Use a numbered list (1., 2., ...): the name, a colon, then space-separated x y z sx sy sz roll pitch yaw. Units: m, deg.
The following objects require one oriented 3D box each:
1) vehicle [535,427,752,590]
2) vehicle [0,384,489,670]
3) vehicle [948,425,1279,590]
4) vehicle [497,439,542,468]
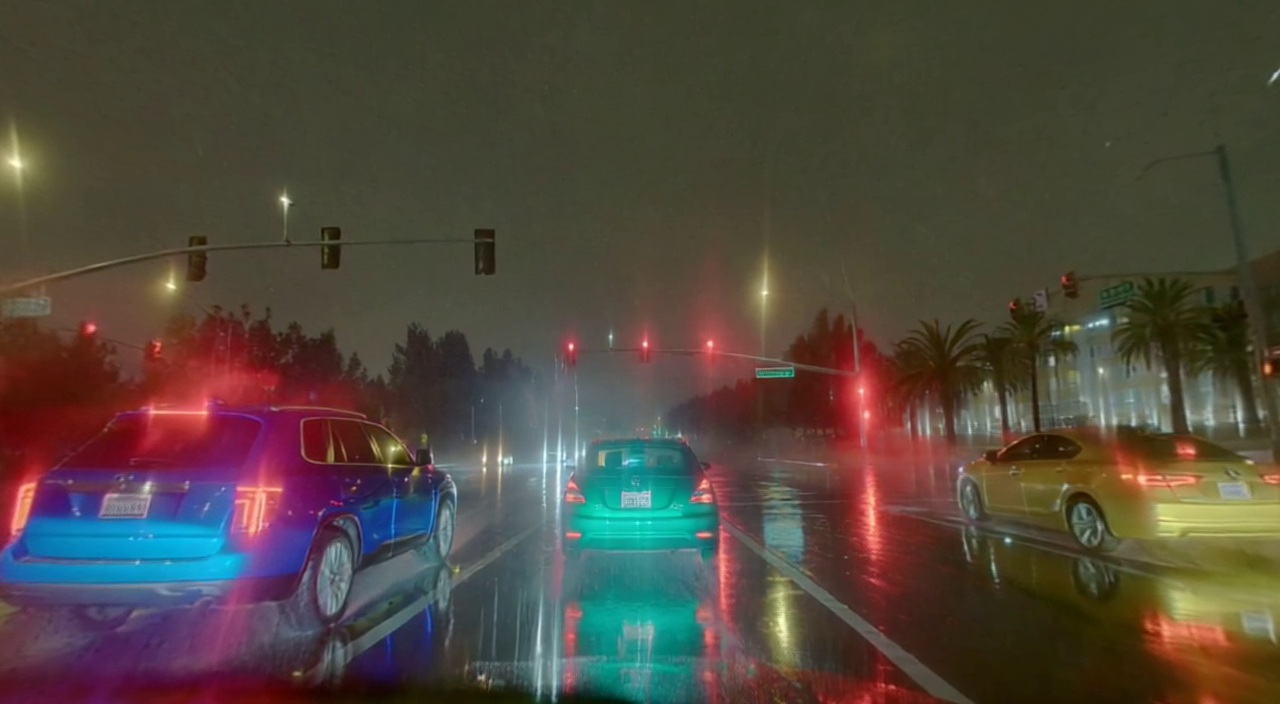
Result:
1. vehicle: -0.001 1.702 7.725 1.942 1.445 3.973 0 -8 -1
2. vehicle: -3.103 1.367 6.070 2.051 1.682 4.467 0 -8 2
3. vehicle: 6.093 1.761 8.095 1.970 1.489 4.482 0 -8 -1
4. vehicle: -7.936 6.703 42.025 2.130 1.810 4.450 -2 -8 1
